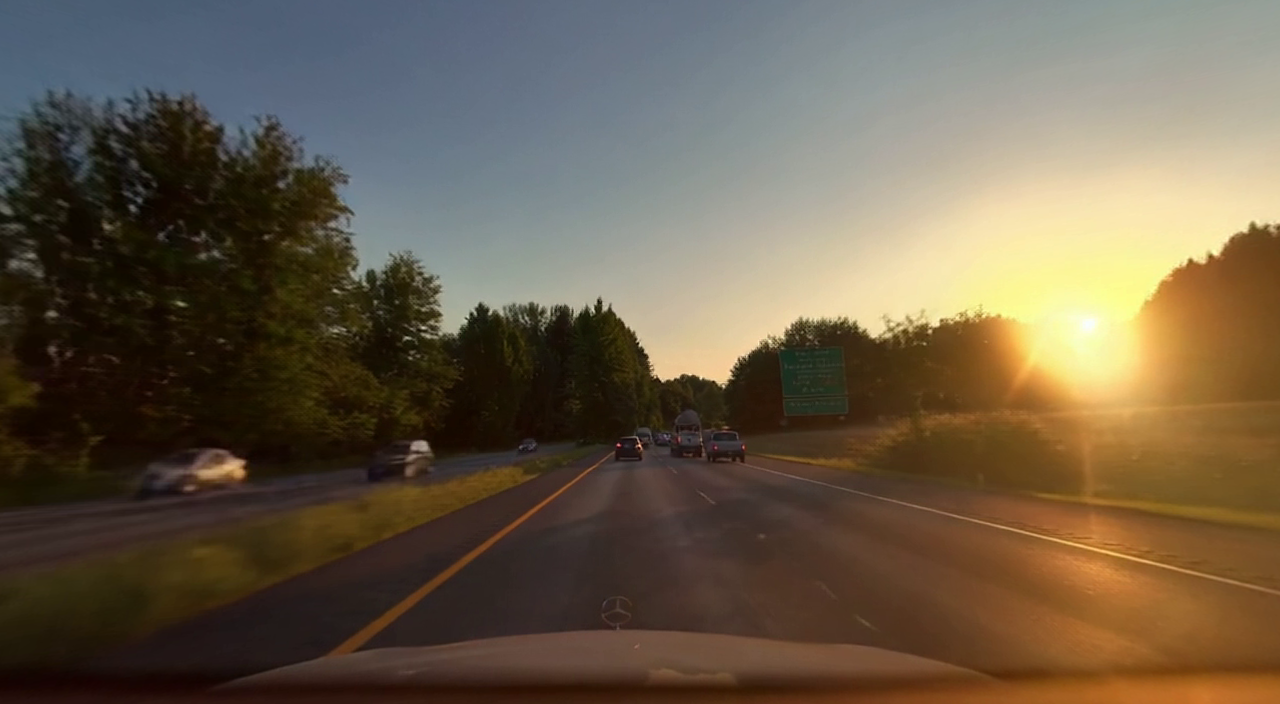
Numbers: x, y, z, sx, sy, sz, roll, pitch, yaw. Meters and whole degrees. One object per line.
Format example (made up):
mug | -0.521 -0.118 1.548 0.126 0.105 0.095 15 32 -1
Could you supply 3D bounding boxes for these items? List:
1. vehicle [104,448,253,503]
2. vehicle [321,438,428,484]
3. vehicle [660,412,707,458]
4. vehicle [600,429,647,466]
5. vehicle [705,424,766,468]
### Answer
vehicle | -14.043 3.737 19.492 1.806 1.418 3.732 0 -8 -1
vehicle | -9.776 3.995 23.629 2.163 1.522 4.269 0 -8 0
vehicle | 3.029 6.058 45.884 2.728 3.053 7.708 0 -8 -1
vehicle | -0.819 4.744 31.582 2.206 1.681 4.111 0 -8 -1
vehicle | 4.375 4.379 29.668 2.073 1.905 4.023 0 -8 -3
